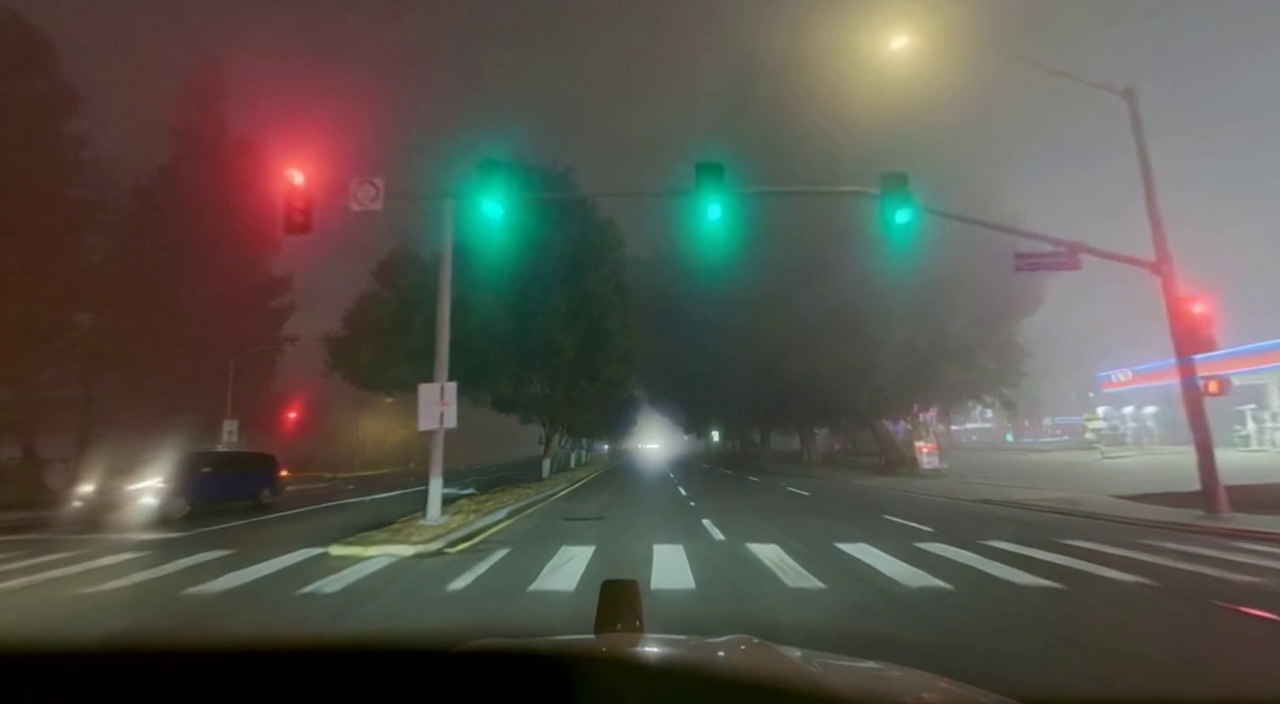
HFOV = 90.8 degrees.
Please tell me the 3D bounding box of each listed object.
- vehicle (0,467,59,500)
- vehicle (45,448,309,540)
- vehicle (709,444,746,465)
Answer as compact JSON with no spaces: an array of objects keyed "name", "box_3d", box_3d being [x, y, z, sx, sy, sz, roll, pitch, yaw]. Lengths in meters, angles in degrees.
[{"name":"vehicle","box_3d":[-36.367,7.462,36.070,4.645,1.728,2.059,-2,-9,7]},{"name":"vehicle","box_3d":[-9.147,2.797,13.156,2.029,1.452,4.598,-3,-9,0]},{"name":"vehicle","box_3d":[6.509,7.657,47.297,1.990,1.508,4.426,0,-9,-2]}]
